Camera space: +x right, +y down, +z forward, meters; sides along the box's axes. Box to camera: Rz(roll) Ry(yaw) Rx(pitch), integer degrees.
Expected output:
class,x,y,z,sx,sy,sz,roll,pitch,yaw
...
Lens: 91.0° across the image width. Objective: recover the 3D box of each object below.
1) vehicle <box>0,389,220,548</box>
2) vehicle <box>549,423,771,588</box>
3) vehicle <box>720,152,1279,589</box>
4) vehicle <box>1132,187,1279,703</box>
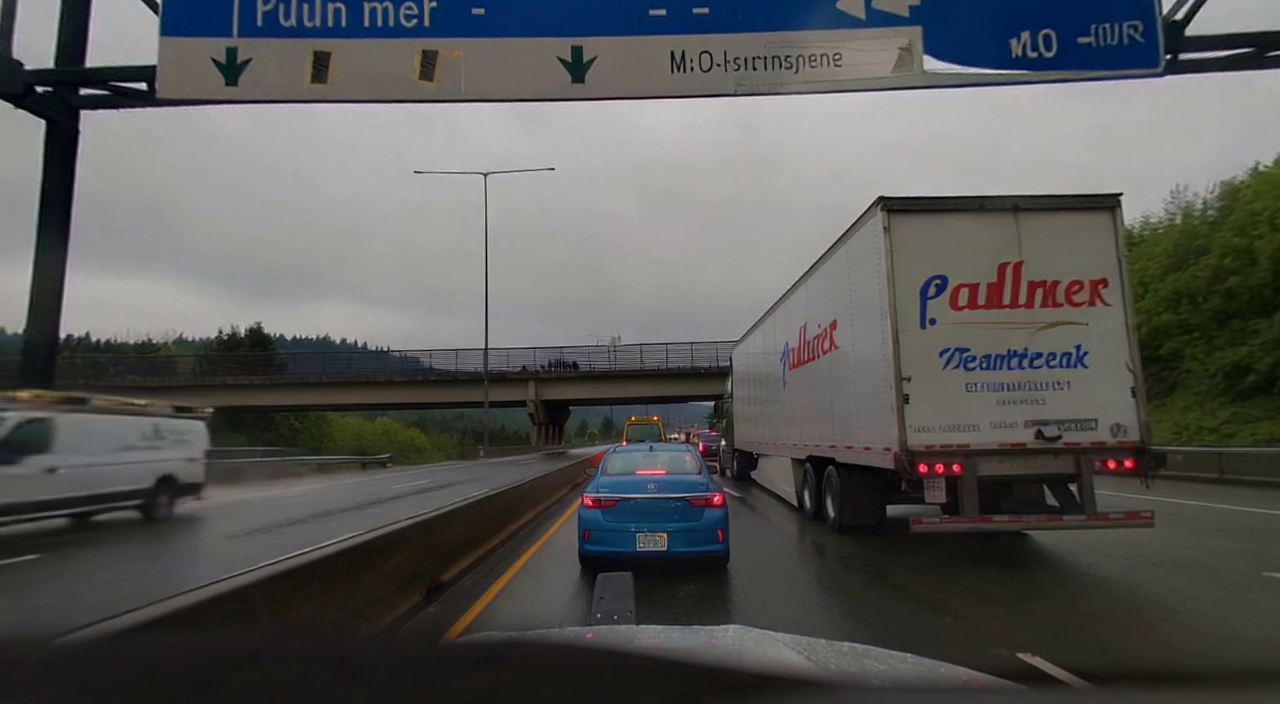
class,x,y,z,sx,sy,sz,roll,pitch,yaw
vehicle,-12.579,2.408,13.469,2.524,2.800,6.564,-1,-8,1
vehicle,0.170,1.680,7.687,2.045,1.490,3.597,-1,-8,0
vehicle,4.188,1.068,12.947,2.827,4.081,14.305,0,-8,-1
vehicle,4.728,0.120,0.632,2.892,2.615,6.650,0,-8,-2
